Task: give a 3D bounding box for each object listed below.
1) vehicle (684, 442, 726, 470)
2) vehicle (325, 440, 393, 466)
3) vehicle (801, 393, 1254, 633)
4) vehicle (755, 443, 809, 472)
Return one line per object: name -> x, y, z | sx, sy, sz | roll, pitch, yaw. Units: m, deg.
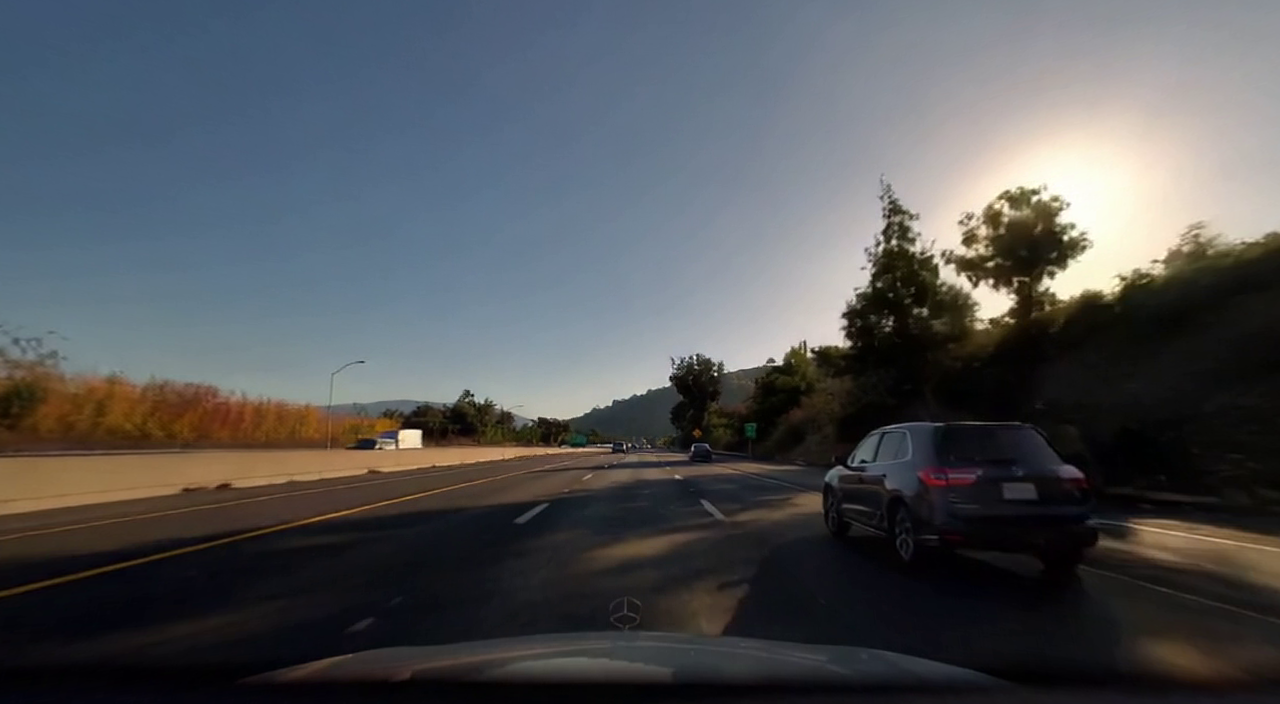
vehicle -> 3.695, 6.018, 36.596 | 2.047, 1.501, 4.237 | 0, -9, 0
vehicle -> -17.086, 6.168, 38.610 | 1.899, 1.500, 4.591 | 0, -9, 2
vehicle -> 3.270, 1.446, 6.581 | 2.095, 1.668, 4.135 | 0, -9, 1
vehicle -> 7.966, 5.946, 35.757 | 1.983, 1.526, 4.445 | 0, -9, 0
